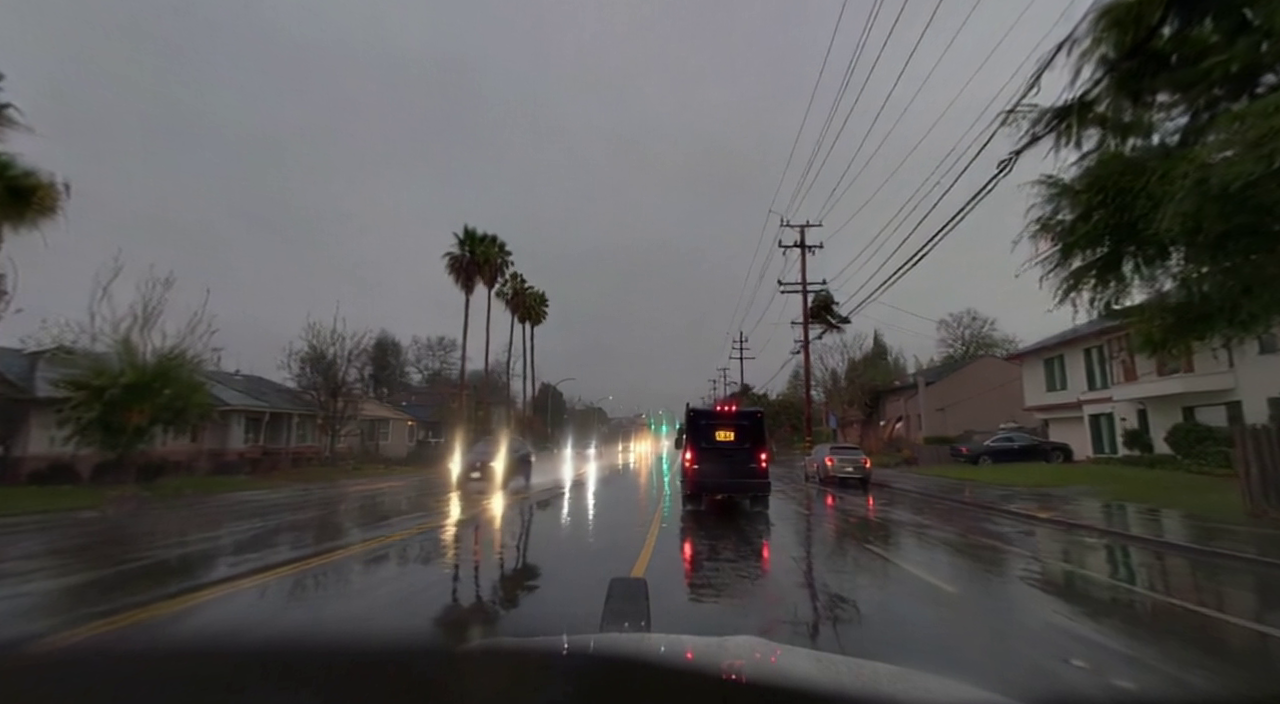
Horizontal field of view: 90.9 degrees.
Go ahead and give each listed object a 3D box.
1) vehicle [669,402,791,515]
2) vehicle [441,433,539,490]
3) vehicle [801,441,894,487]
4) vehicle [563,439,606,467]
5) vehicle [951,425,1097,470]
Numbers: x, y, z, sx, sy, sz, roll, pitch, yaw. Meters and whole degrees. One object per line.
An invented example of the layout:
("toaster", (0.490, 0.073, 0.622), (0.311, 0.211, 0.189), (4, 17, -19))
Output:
("vehicle", (1.774, 2.268, 13.792), (2.168, 2.040, 4.527), (-1, -8, 3))
("vehicle", (-4.905, 3.637, 21.320), (1.948, 1.706, 4.407), (-1, -8, 4))
("vehicle", (7.157, 3.894, 22.268), (2.022, 1.456, 4.246), (-1, -8, 3))
("vehicle", (-3.378, 6.196, 38.886), (1.965, 1.653, 4.251), (-1, -8, 4))
("vehicle", (16.541, 4.113, 27.425), (4.749, 1.699, 2.311), (-3, -6, 5))
